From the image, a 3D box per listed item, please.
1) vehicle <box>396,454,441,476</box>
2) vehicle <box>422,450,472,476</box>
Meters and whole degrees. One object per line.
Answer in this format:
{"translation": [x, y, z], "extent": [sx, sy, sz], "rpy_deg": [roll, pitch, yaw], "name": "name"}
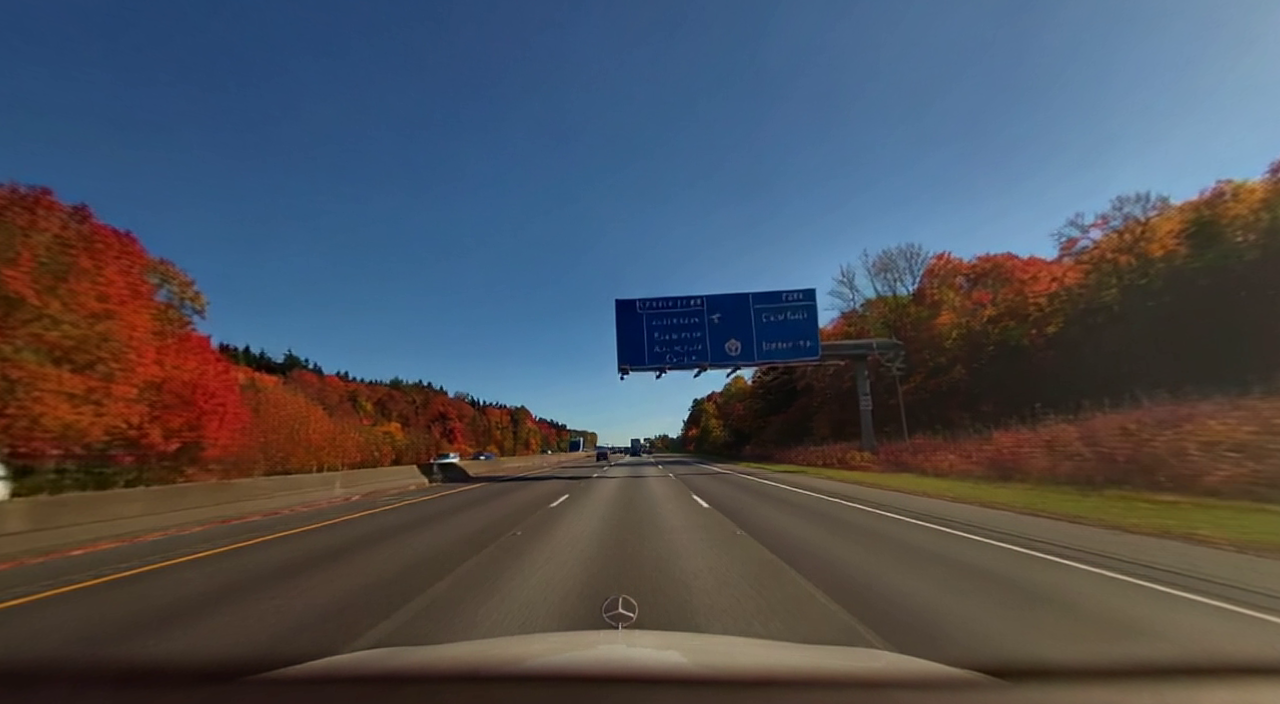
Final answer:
{"translation": [-15.950, 8.135, 45.262], "extent": [1.774, 1.472, 3.859], "rpy_deg": [0, -9, 0], "name": "vehicle"}
{"translation": [-12.042, 6.925, 39.323], "extent": [1.858, 1.503, 4.015], "rpy_deg": [0, -9, 0], "name": "vehicle"}
